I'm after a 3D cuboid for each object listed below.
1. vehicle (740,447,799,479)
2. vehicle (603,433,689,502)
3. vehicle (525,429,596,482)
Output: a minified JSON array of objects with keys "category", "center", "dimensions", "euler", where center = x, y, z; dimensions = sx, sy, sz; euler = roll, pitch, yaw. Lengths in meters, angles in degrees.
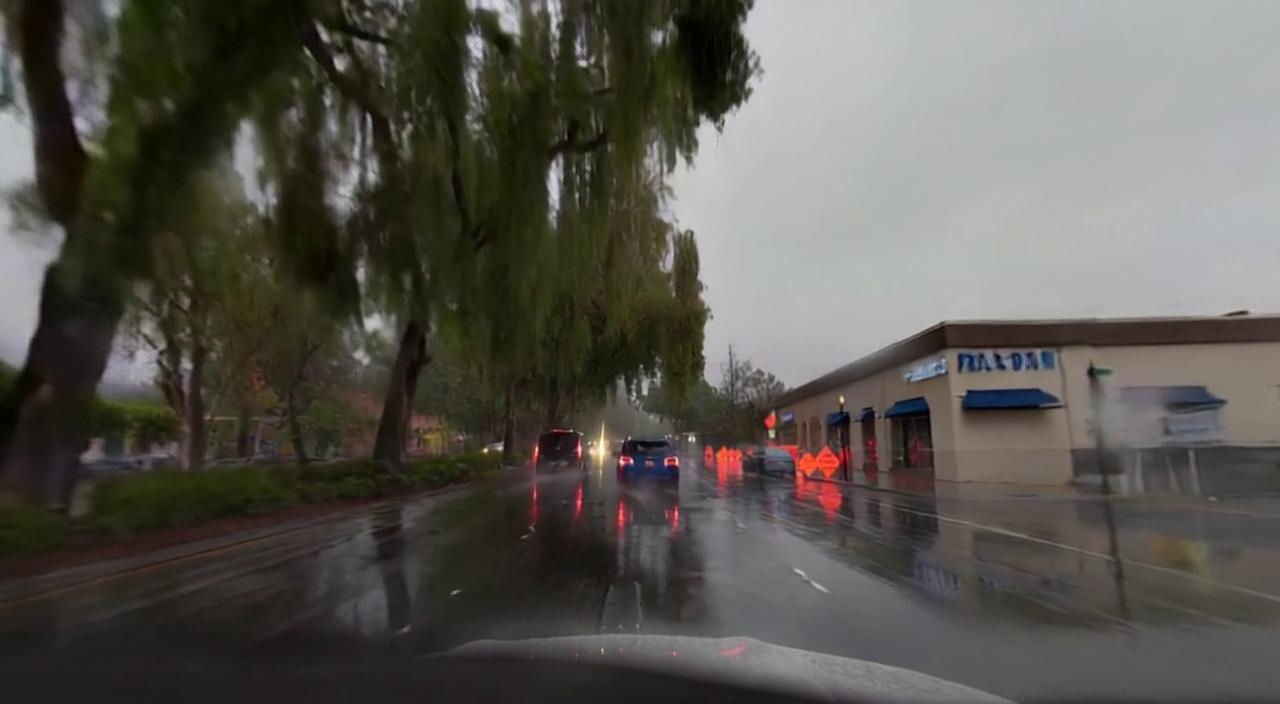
[{"category":"vehicle","center":[6.706,5.794,33.186],"dimensions":[2.076,1.535,4.460],"euler":[1,-9,-1]},{"category":"vehicle","center":[0.101,3.246,18.127],"dimensions":[2.168,1.725,4.192],"euler":[0,-9,-1]},{"category":"vehicle","center":[-3.369,4.552,28.022],"dimensions":[2.357,2.063,5.488],"euler":[0,-9,1]}]
